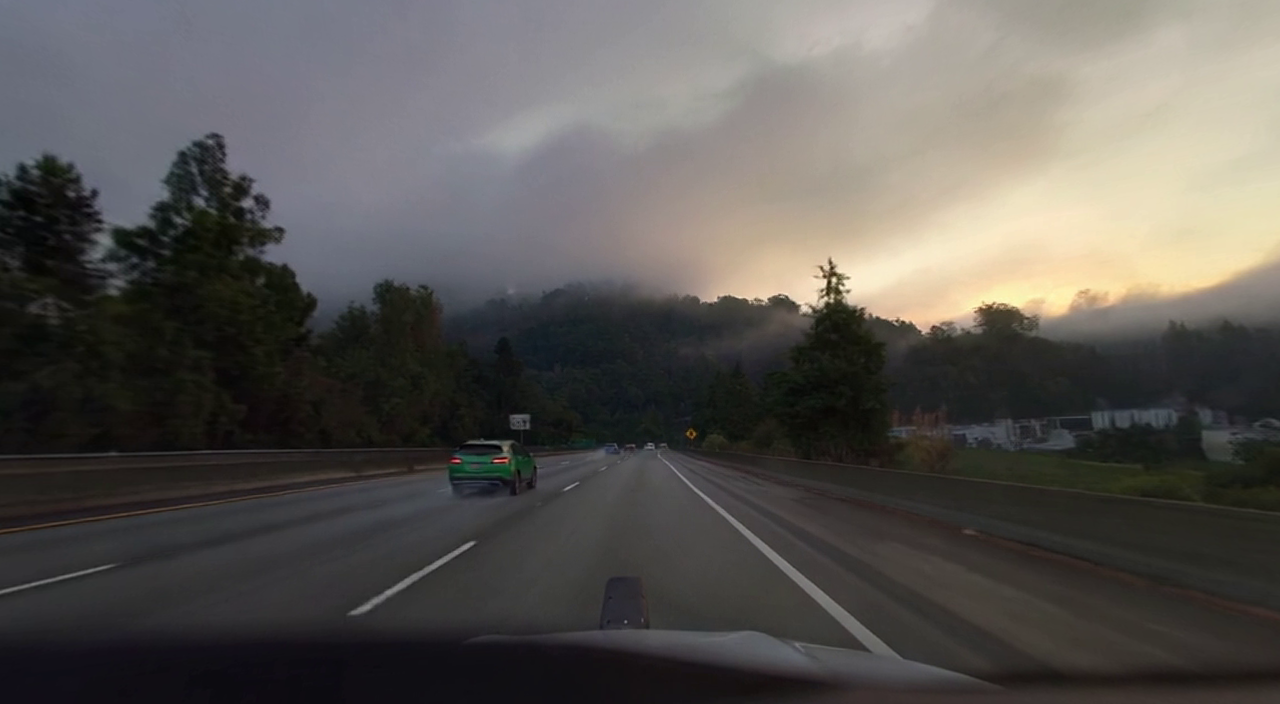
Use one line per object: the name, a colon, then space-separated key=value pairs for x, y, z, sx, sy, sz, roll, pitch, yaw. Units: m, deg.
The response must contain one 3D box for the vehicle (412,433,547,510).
vehicle: x=-3.594 y=2.751 z=15.000 sx=1.993 sy=1.538 sz=4.192 roll=0 pitch=-8 yaw=2
